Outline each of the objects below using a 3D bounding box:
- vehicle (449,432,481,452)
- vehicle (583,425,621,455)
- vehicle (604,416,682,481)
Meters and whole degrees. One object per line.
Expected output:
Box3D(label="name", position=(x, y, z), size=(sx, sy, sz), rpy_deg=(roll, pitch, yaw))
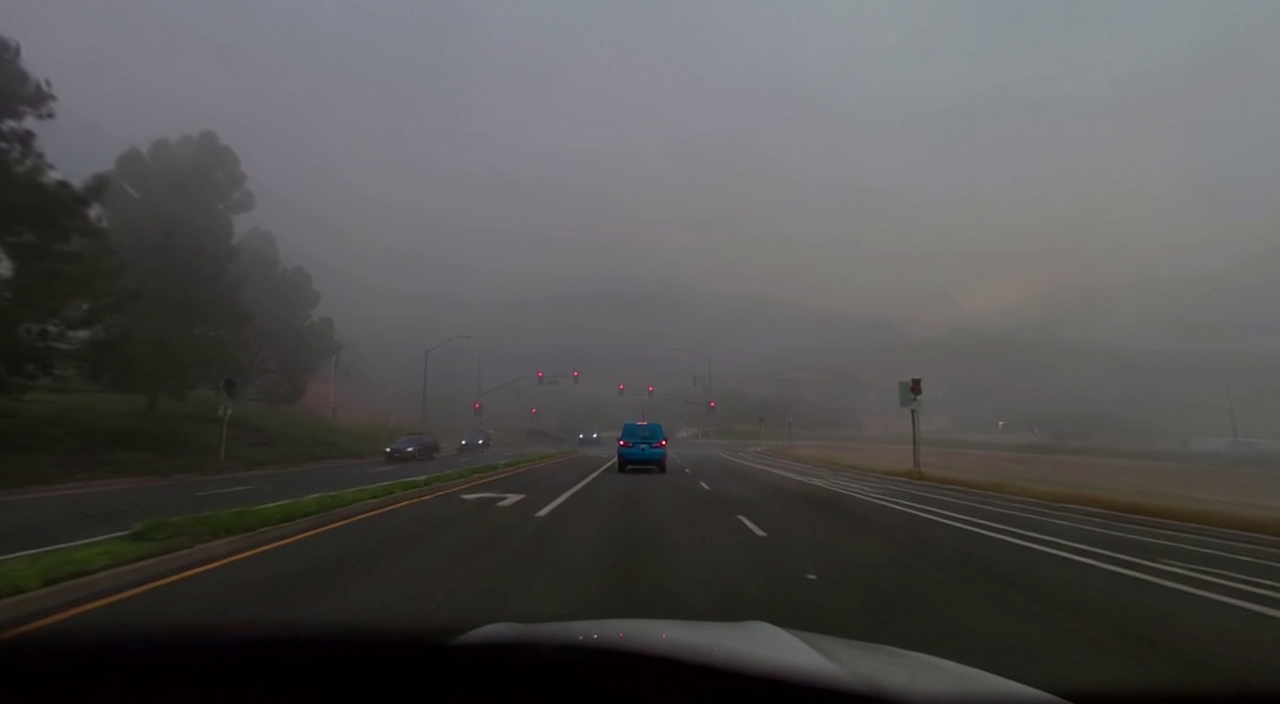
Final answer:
Box3D(label="vehicle", position=(-13.388, 6.856, 47.944), size=(1.991, 1.469, 4.596), rpy_deg=(2, -8, -19))
Box3D(label="vehicle", position=(-2.414, 5.758, 41.166), size=(2.131, 1.783, 4.540), rpy_deg=(-1, -8, 1))
Box3D(label="vehicle", position=(0.100, 3.045, 20.056), size=(2.185, 1.822, 4.391), rpy_deg=(-1, -8, 1))
